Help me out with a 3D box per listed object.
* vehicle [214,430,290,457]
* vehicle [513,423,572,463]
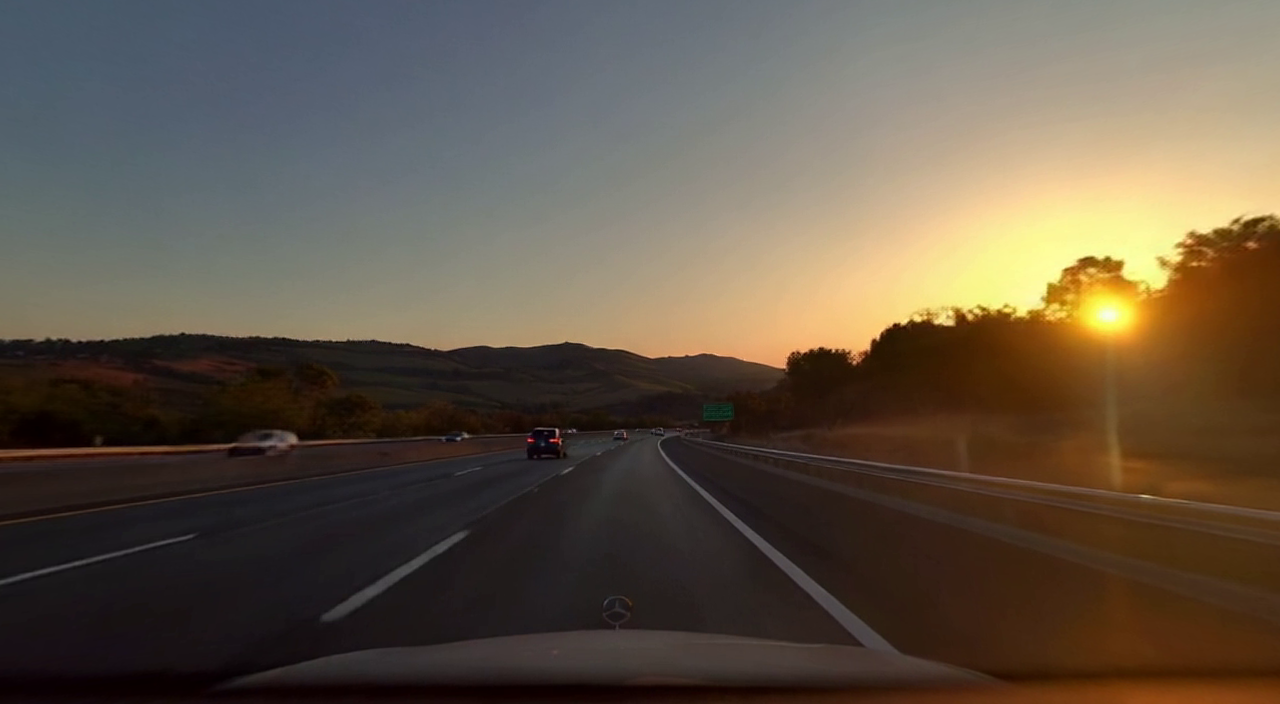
[{"bbox_3d":[-23.820,5.623,38.774,1.870,1.595,4.330,0,-8,1],"label":"vehicle"},{"bbox_3d":[-4.437,4.210,29.277,1.980,1.721,4.419,0,-8,1],"label":"vehicle"}]
